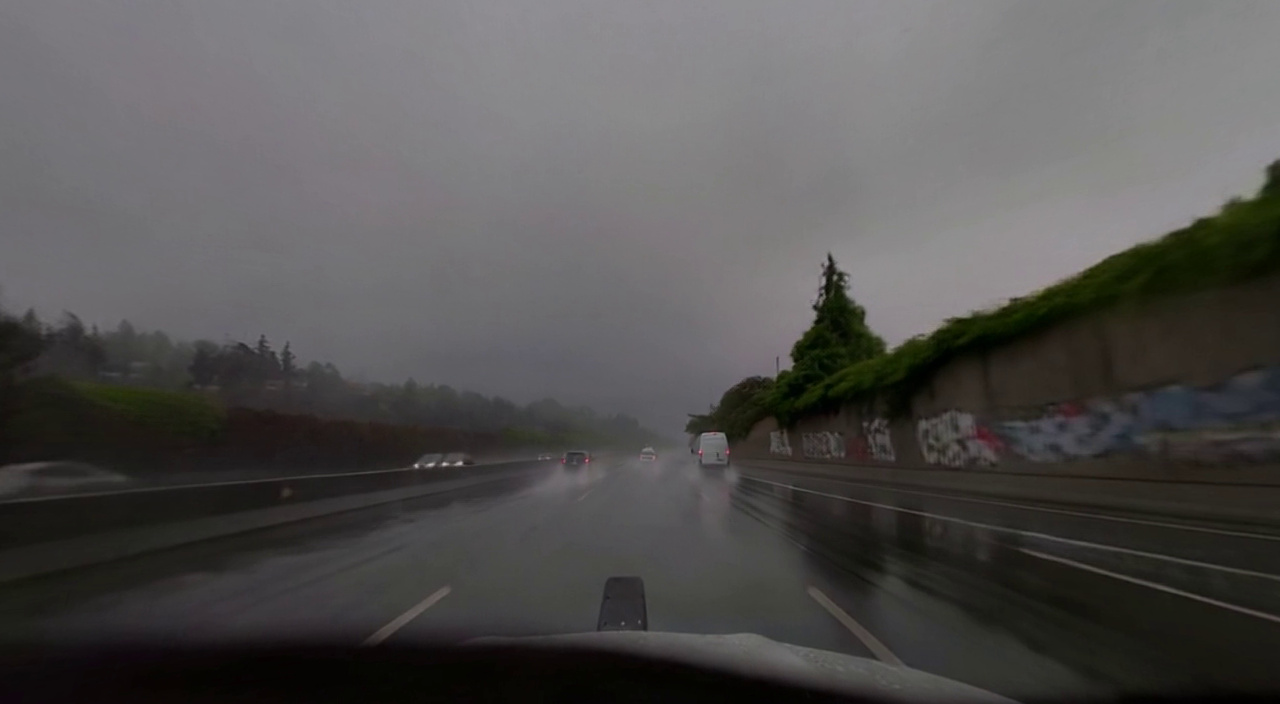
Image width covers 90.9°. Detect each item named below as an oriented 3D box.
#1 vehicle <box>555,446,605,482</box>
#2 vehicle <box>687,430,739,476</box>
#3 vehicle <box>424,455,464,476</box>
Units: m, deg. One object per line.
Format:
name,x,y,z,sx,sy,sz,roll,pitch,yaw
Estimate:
vehicle,-2.819,5.390,30.621,1.964,1.618,4.489,0,-9,1
vehicle,4.354,6.167,38.682,2.469,2.591,5.653,0,-9,0
vehicle,-15.305,8.854,49.325,1.830,1.557,3.942,0,-9,1
